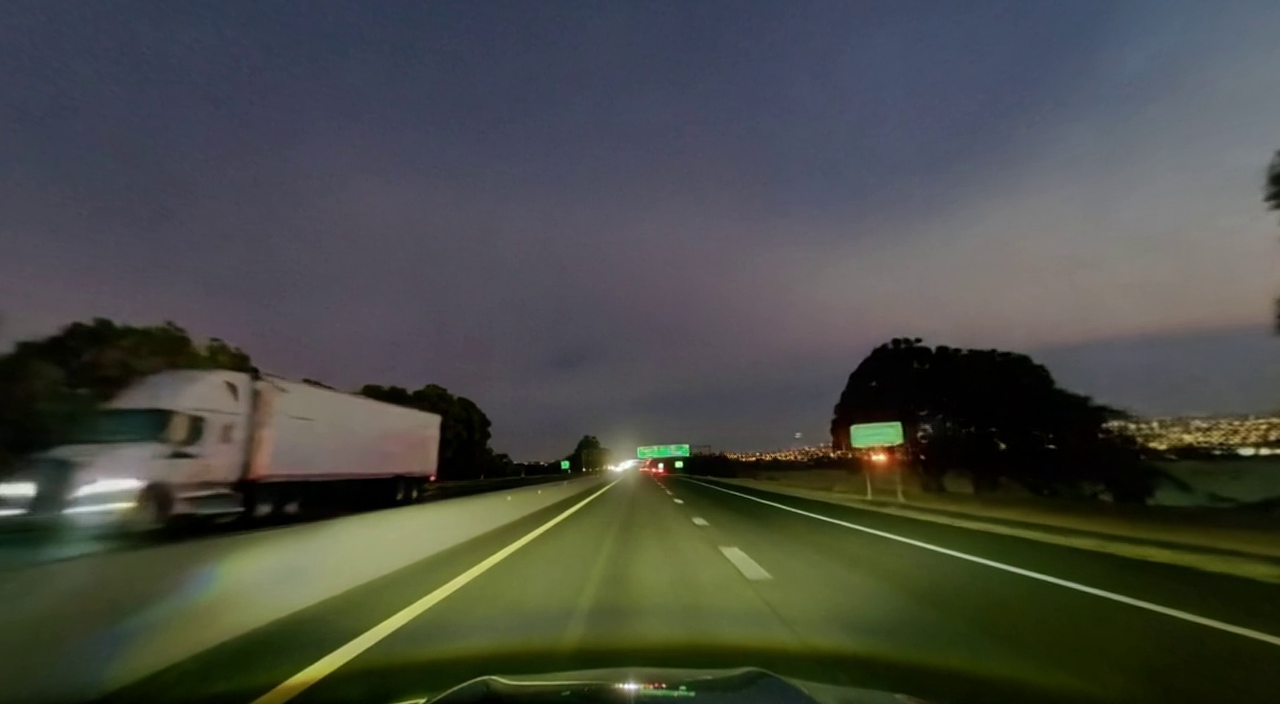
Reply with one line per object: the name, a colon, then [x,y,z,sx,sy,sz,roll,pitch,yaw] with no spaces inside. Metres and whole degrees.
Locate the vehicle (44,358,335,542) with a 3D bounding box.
vehicle: [-11.316,2.667,16.907,3.027,3.994,6.031,1,-10,0]
